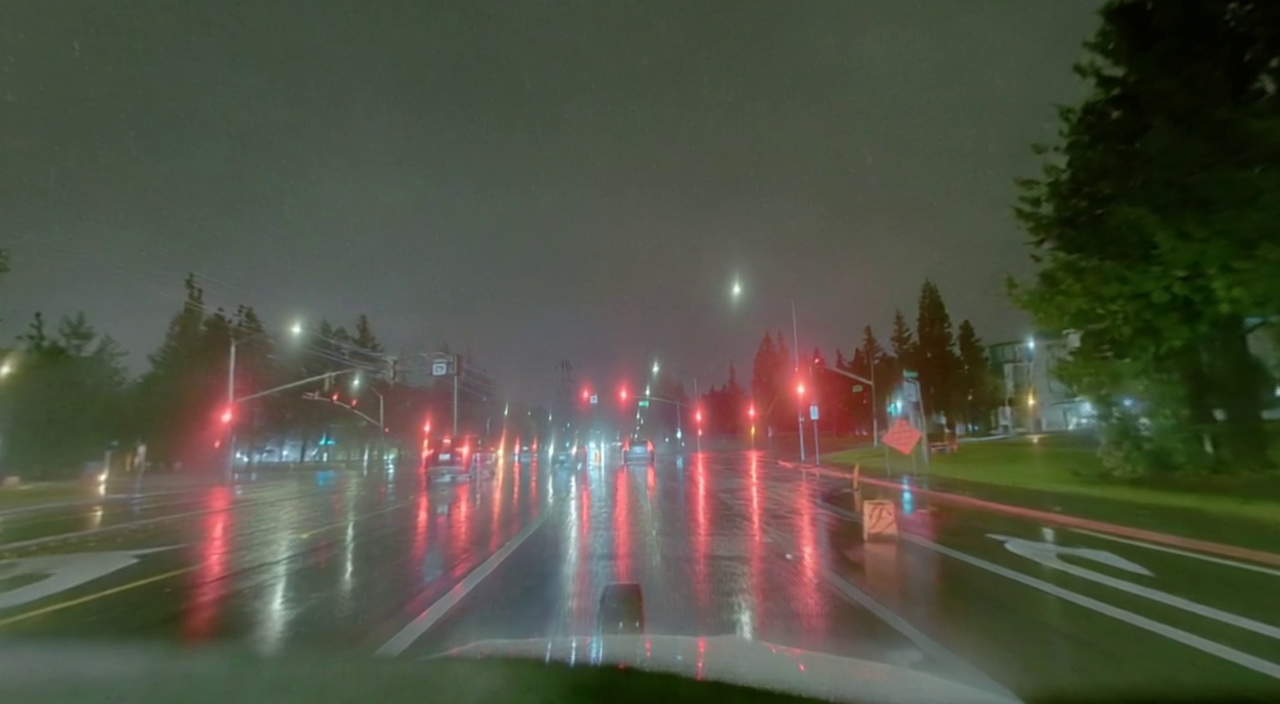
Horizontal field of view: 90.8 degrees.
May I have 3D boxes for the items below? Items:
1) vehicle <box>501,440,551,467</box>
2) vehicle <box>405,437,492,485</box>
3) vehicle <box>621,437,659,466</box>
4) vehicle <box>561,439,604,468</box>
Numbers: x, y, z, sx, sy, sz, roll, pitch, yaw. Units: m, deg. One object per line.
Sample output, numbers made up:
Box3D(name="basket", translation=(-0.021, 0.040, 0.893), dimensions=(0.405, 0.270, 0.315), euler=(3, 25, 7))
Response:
Box3D(name="vehicle", translation=(-6.654, 5.995, 37.445), dimensions=(2.074, 1.447, 4.224), euler=(0, -8, 2))
Box3D(name="vehicle", translation=(-6.876, 3.942, 23.108), dimensions=(1.869, 1.570, 4.064), euler=(0, -8, 0))
Box3D(name="vehicle", translation=(-0.002, 5.513, 35.158), dimensions=(1.985, 1.521, 3.968), euler=(0, -8, 1))
Box3D(name="vehicle", translation=(-3.109, 5.574, 34.816), dimensions=(1.946, 1.437, 4.154), euler=(0, -8, 1))
